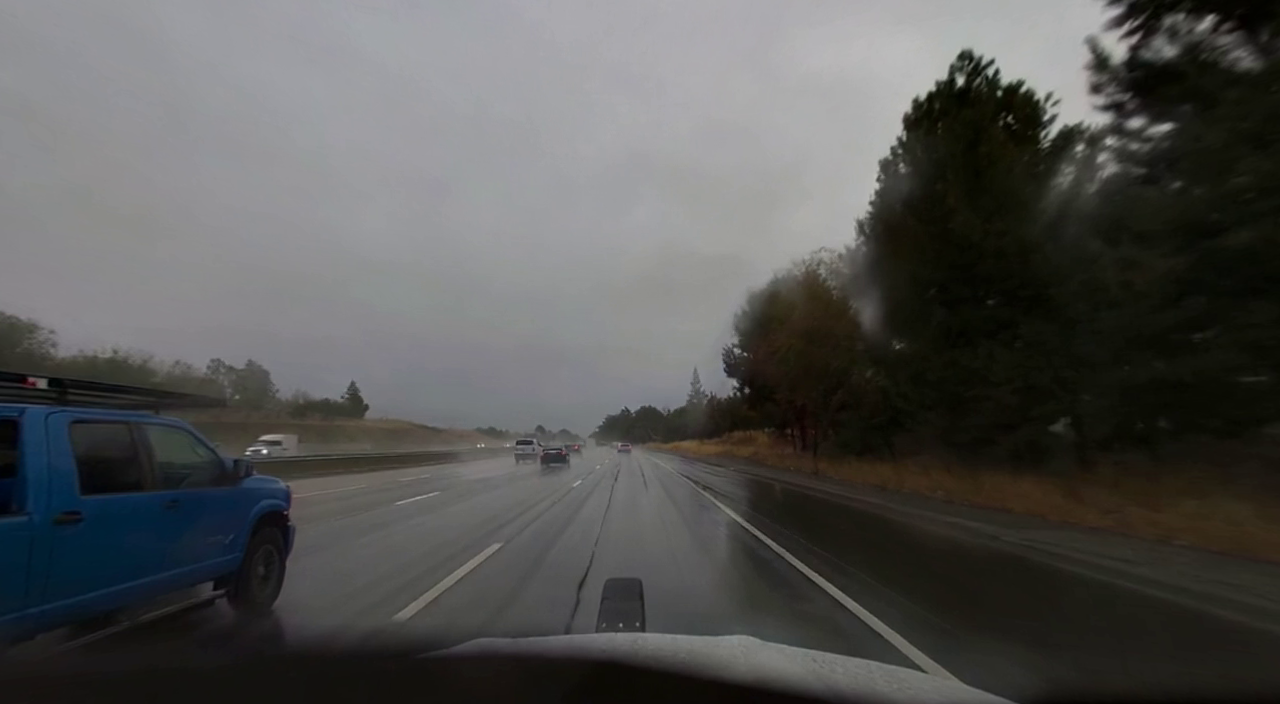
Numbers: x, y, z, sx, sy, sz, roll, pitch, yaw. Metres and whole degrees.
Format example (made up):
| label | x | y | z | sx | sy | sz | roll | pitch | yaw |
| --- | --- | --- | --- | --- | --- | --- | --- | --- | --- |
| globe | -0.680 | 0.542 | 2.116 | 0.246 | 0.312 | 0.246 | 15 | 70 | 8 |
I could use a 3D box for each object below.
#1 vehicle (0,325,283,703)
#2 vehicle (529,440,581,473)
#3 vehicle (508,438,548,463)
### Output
| label | x | y | z | sx | sy | sz | roll | pitch | yaw |
| --- | --- | --- | --- | --- | --- | --- | --- | --- | --- |
| vehicle | -3.822 | 0.717 | 2.143 | 2.200 | 1.807 | 5.041 | 0 | -9 | 1 |
| vehicle | -4.197 | 5.251 | 31.842 | 2.012 | 1.509 | 4.359 | 0 | -9 | 0 |
| vehicle | -8.342 | 7.396 | 47.294 | 2.186 | 1.800 | 4.760 | 0 | -9 | 0 |
